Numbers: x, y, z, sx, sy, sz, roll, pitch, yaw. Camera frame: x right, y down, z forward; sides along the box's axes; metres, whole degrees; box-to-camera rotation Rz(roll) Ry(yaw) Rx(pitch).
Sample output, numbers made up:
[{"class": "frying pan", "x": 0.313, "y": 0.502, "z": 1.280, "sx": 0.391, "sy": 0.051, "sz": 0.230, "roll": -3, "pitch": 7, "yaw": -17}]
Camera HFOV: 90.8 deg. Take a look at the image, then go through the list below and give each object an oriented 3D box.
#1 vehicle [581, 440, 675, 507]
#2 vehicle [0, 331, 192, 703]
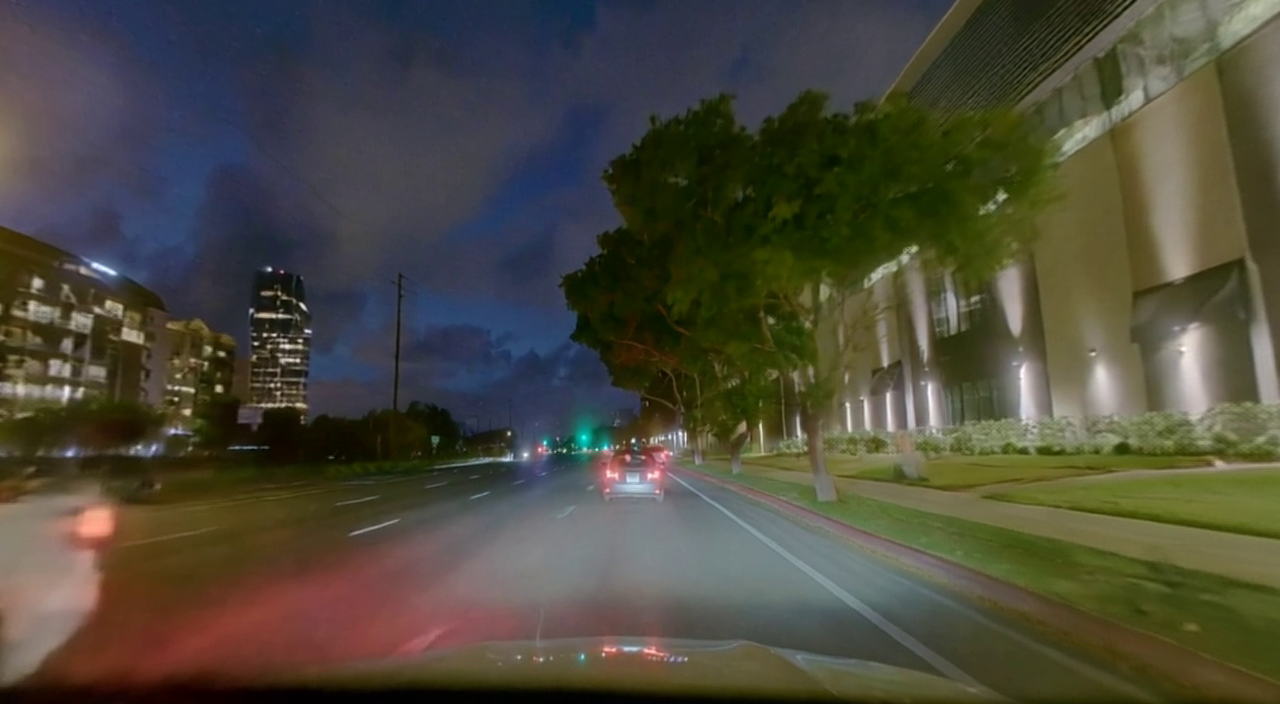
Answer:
[{"class": "vehicle", "x": -0.303, "y": 3.062, "z": 16.454, "sx": 2.116, "sy": 1.479, "sz": 4.358, "roll": 0, "pitch": -8, "yaw": -1}, {"class": "vehicle", "x": -3.263, "y": 0.556, "z": 0.533, "sx": 2.294, "sy": 1.695, "sz": 4.792, "roll": 0, "pitch": -8, "yaw": -1}]
